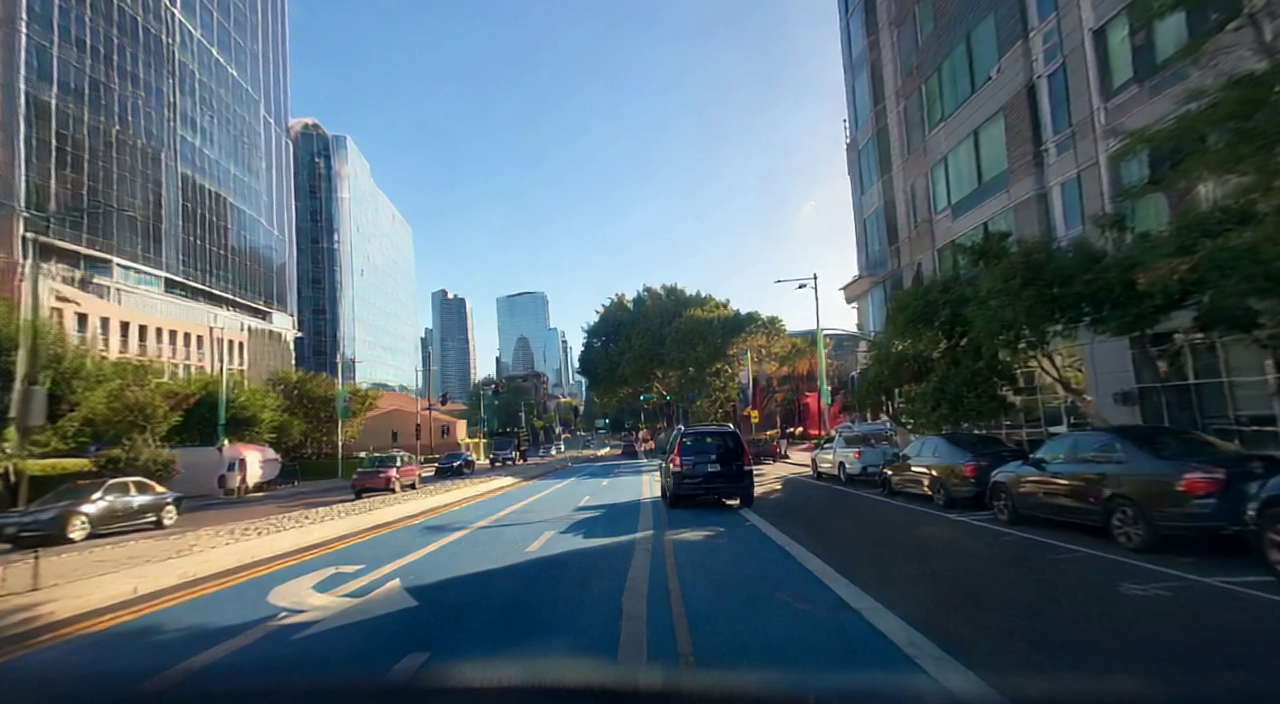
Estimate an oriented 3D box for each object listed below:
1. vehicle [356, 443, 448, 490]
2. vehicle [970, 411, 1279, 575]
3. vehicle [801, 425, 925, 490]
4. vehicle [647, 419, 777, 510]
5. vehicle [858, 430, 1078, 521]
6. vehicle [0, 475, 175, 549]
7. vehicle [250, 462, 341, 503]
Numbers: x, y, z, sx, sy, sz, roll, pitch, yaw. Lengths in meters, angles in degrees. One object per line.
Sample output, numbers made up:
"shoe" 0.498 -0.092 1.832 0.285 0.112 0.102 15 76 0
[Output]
"vehicle" -9.910 4.774 26.702 2.072 1.806 4.736 0 -9 -1
"vehicle" 6.688 1.746 8.591 1.927 1.631 4.417 0 -9 -1
"vehicle" 6.908 3.351 20.336 2.088 1.761 5.697 0 -9 2
"vehicle" 1.444 2.541 14.603 2.283 1.773 4.255 0 -9 -3
"vehicle" 6.540 2.525 13.456 2.106 1.550 5.046 0 -9 2
"vehicle" -16.325 4.459 18.204 1.933 1.590 4.980 0 -9 1
"vehicle" -16.465 6.220 30.438 1.942 1.691 4.281 0 -9 0
